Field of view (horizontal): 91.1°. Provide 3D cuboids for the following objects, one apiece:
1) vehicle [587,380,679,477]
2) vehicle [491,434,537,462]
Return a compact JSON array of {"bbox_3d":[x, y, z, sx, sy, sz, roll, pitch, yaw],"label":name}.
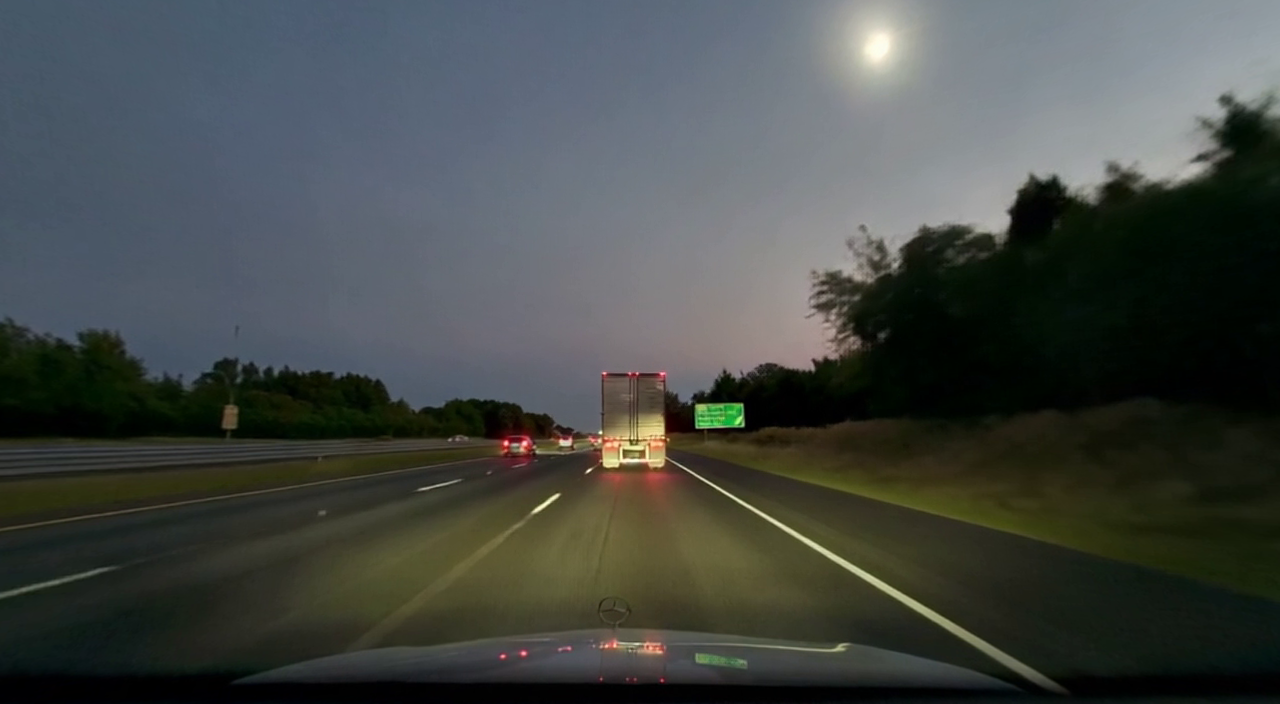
[{"bbox_3d":[-0.335,3.643,29.487,3.033,3.223,14.836,3,-8,0],"label":"vehicle"},{"bbox_3d":[-7.166,5.464,36.082,1.856,1.479,3.710,0,-8,0],"label":"vehicle"}]
